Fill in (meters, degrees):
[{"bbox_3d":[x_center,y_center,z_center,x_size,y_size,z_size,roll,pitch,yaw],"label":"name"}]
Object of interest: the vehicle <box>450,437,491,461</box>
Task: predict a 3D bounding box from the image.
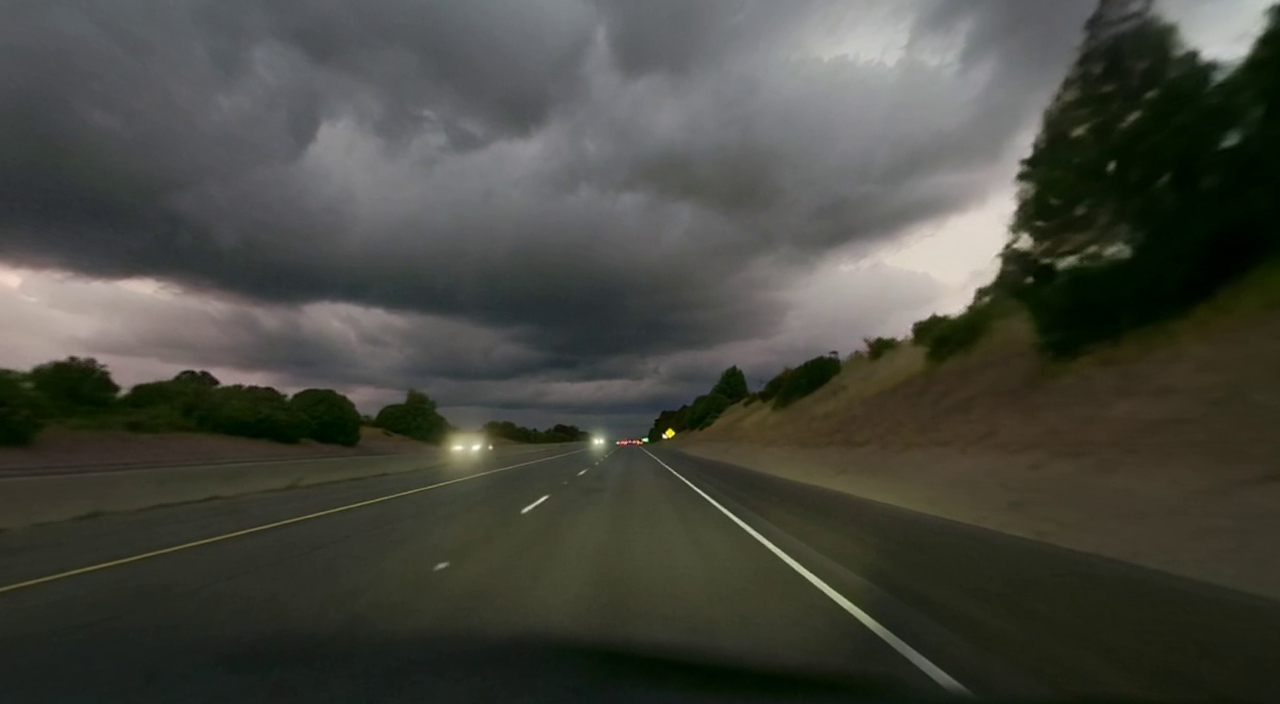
[{"bbox_3d":[-11.434,6.561,42.678,1.811,1.475,3.704,-1,-8,0],"label":"vehicle"}]
